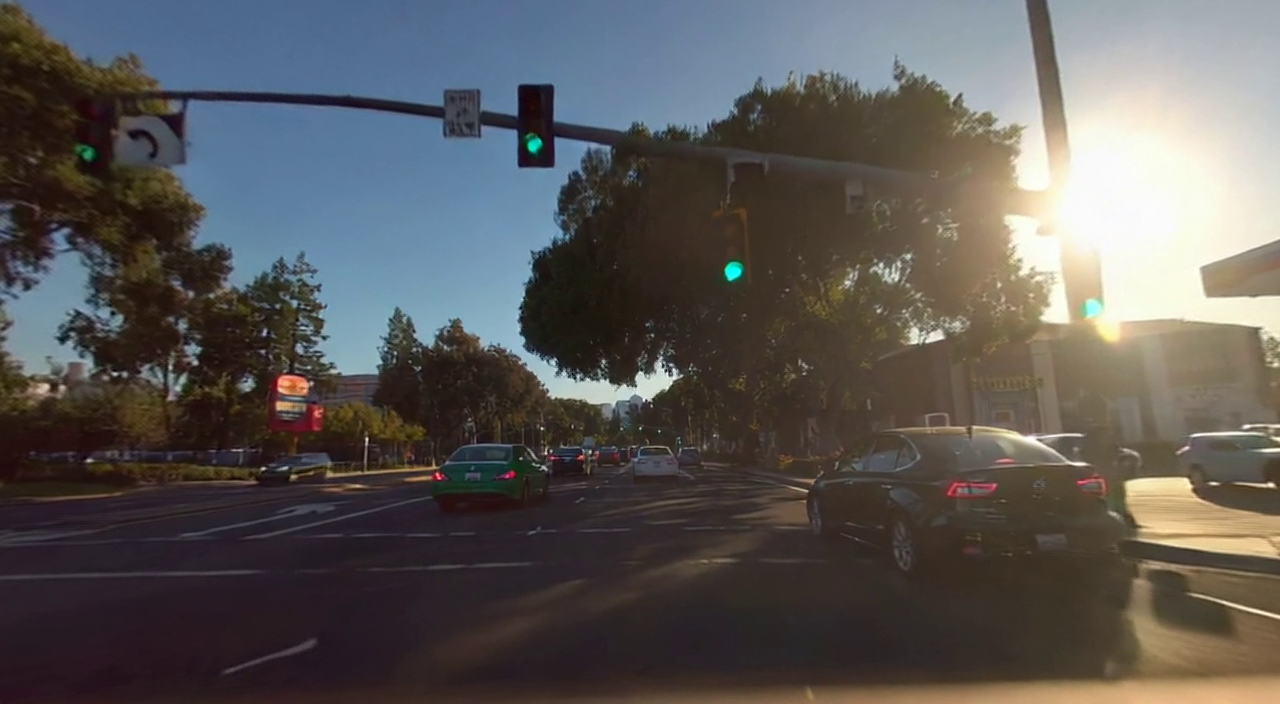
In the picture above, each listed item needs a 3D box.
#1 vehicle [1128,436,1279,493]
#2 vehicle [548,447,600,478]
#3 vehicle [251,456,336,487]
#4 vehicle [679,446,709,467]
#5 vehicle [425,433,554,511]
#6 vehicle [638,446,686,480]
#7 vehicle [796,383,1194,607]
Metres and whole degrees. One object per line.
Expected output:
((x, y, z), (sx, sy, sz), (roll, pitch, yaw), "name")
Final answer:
((17.714, 3.313, 18.962), (2.081, 1.482, 4.860), (0, -8, -1), "vehicle")
((-3.247, 5.512, 31.847), (1.995, 1.436, 4.500), (-1, -8, 2), "vehicle")
((-18.143, 6.245, 33.255), (1.858, 1.460, 4.447), (-1, -8, 1), "vehicle")
((4.038, 7.877, 47.809), (1.920, 1.479, 4.548), (0, -8, 0), "vehicle")
((-3.618, 2.976, 16.186), (2.023, 1.687, 4.874), (0, -8, 1), "vehicle")
((0.926, 5.028, 28.857), (1.994, 1.433, 3.894), (0, -8, -1), "vehicle")
((3.469, 1.499, 7.482), (1.992, 1.805, 4.549), (0, -8, -1), "vehicle")
